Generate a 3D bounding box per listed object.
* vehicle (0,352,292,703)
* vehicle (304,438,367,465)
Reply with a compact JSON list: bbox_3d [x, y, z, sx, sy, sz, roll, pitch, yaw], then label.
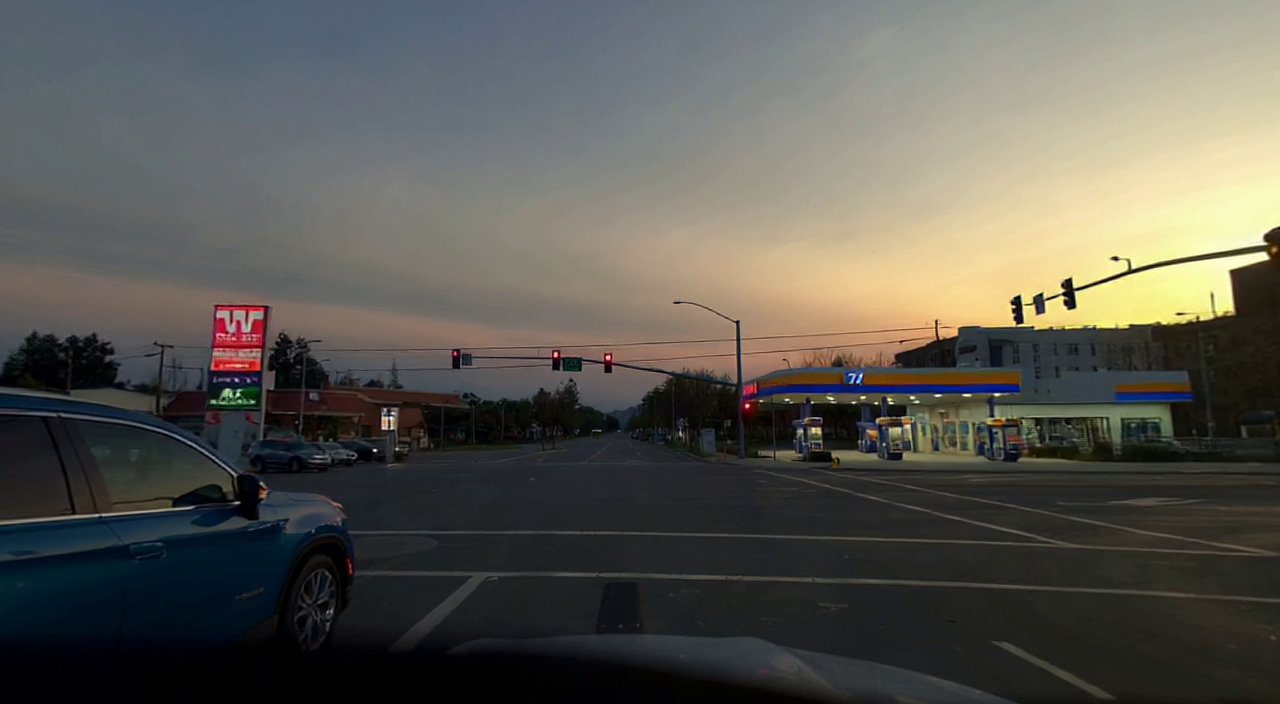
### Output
[{"bbox_3d":[-3.431,0.805,2.042,2.053,1.690,4.364,0,-9,1],"label":"vehicle"},{"bbox_3d":[-20.468,6.726,42.533,2.004,1.699,4.486,0,-9,0],"label":"vehicle"}]
